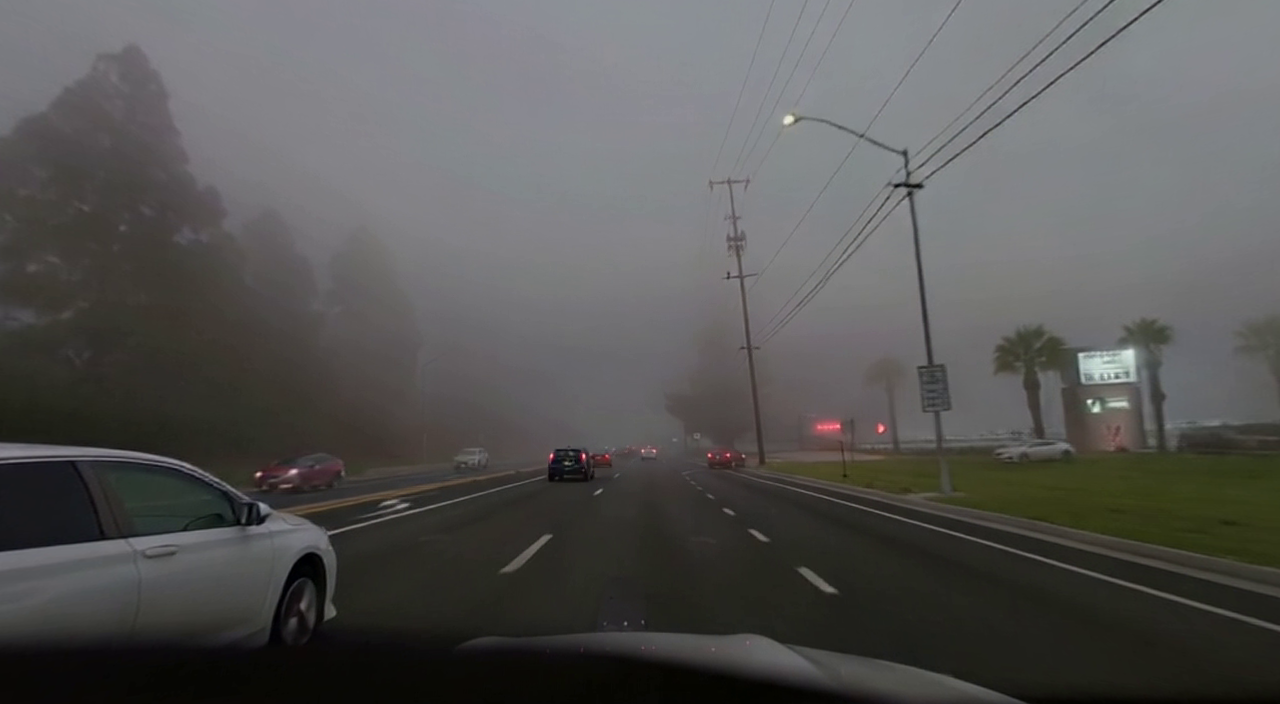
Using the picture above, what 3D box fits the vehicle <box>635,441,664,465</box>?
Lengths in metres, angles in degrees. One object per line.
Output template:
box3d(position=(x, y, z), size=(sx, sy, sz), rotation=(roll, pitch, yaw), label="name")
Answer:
box3d(position=(0.749, 7.827, 48.812), size=(2.155, 1.781, 3.977), rotation=(0, -9, 1), label="vehicle")

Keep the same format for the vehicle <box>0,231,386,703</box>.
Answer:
box3d(position=(-3.105, 0.608, 1.706), size=(2.381, 1.961, 5.563), rotation=(-1, -9, 2), label="vehicle")

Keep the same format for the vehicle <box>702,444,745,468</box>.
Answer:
box3d(position=(5.640, 6.945, 42.284), size=(2.062, 1.541, 4.420), rotation=(-3, -9, 18), label="vehicle")

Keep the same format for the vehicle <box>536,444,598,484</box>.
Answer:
box3d(position=(-2.865, 4.493, 25.555), size=(1.982, 1.451, 4.152), rotation=(0, -9, 1), label="vehicle")

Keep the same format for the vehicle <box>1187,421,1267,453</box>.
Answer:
box3d(position=(34.942, 5.075, 37.495), size=(4.347, 1.761, 2.002), rotation=(4, -10, -28), label="vehicle")

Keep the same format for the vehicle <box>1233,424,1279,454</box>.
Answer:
box3d(position=(34.302, 4.682, 33.811), size=(4.632, 1.533, 2.015), rotation=(4, -10, -27), label="vehicle")

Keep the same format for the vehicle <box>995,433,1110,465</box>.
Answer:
box3d(position=(21.117, 4.991, 32.448), size=(4.392, 1.535, 2.131), rotation=(0, -9, 0), label="vehicle")
